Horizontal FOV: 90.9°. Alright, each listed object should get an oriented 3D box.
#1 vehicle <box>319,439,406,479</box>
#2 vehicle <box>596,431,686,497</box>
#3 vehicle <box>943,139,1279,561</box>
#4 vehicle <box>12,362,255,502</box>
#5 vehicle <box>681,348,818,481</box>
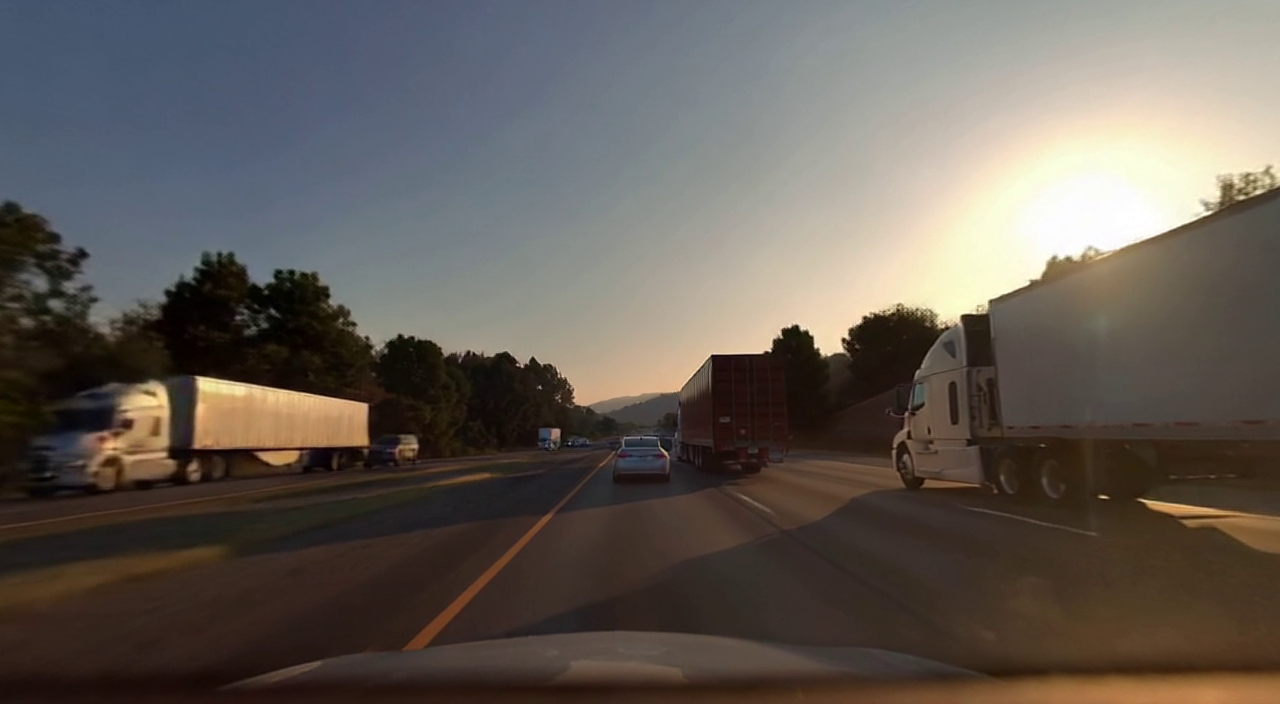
[{"bbox_3d":[-11.797,4.545,27.082,1.940,1.540,3.989,0,-8,0],"label":"vehicle"},{"bbox_3d":[-0.029,2.796,16.224,2.038,1.477,3.773,0,-8,-2],"label":"vehicle"},{"bbox_3d":[8.156,-0.078,6.121,3.110,4.308,14.260,0,-8,-1],"label":"vehicle"},{"bbox_3d":[-16.468,2.696,21.276,2.903,4.010,6.212,0,-8,-1],"label":"vehicle"},{"bbox_3d":[3.825,2.853,26.603,2.888,4.099,14.183,0,-8,-1],"label":"vehicle"}]
